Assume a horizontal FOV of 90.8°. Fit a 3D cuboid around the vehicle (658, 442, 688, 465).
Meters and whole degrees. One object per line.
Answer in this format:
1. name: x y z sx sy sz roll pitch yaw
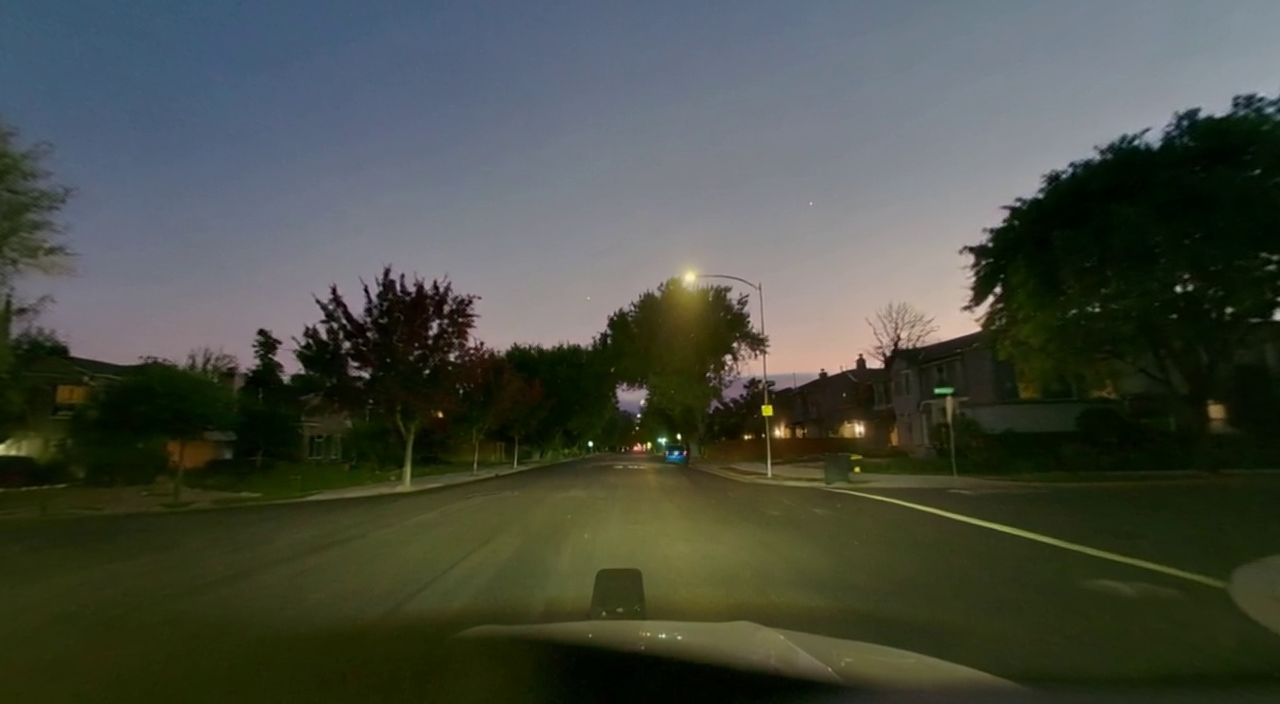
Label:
1. vehicle: 2.556 7.939 49.580 2.114 1.633 4.042 0 -8 -1
